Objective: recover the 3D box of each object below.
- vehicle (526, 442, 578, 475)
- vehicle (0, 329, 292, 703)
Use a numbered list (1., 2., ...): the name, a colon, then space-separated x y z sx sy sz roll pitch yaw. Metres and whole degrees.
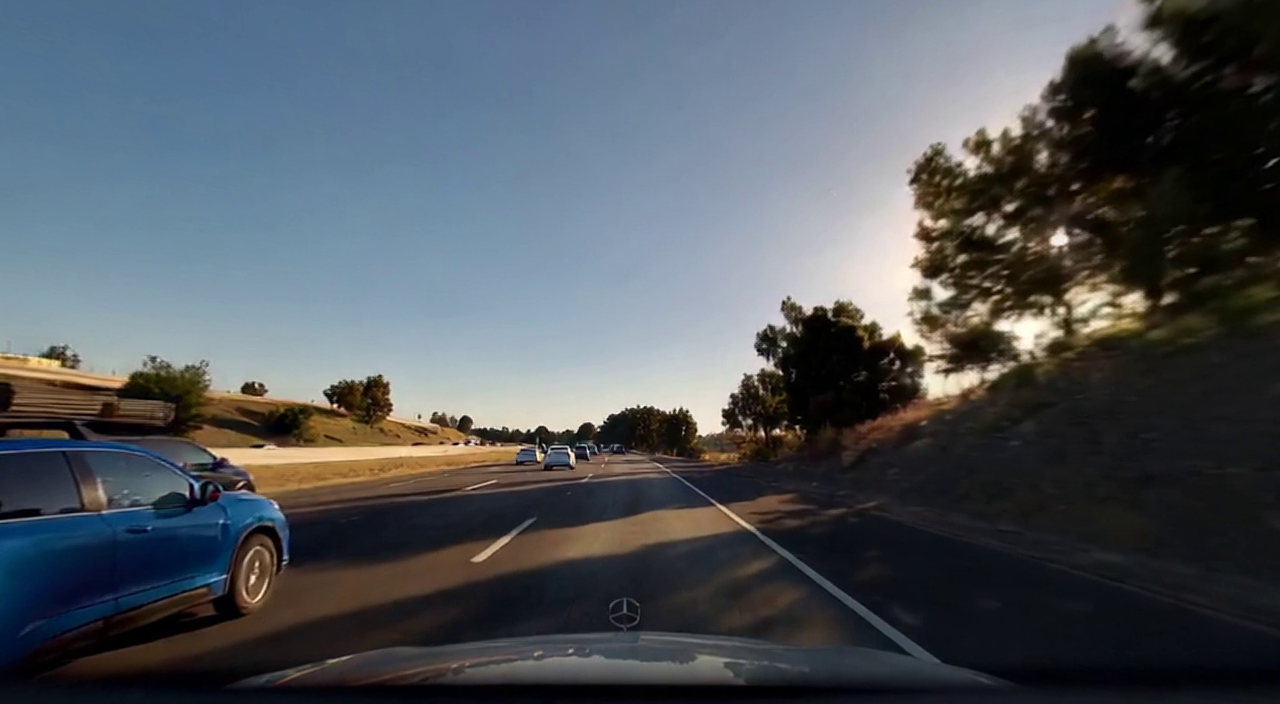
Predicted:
1. vehicle: -4.325 5.323 31.737 2.012 1.509 4.359 0 -9 0
2. vehicle: -3.862 0.762 2.331 2.200 1.807 5.041 0 -9 1
